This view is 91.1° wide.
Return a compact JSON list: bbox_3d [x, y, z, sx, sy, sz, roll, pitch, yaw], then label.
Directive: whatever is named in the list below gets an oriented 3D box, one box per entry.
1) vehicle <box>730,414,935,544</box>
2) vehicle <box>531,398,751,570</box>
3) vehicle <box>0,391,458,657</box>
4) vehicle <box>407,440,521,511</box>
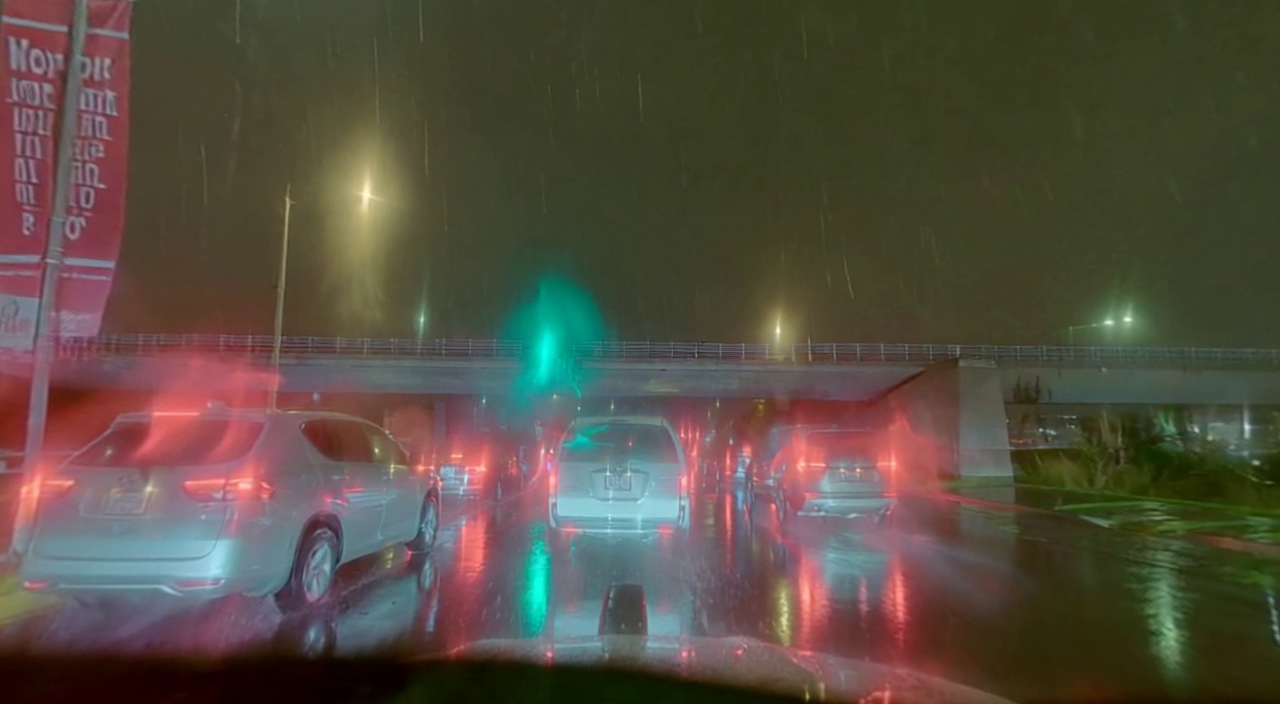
[{"bbox_3d":[3.064,2.138,11.260,2.016,1.804,4.681,0,-9,-2],"label":"vehicle"},{"bbox_3d":[-0.079,1.772,9.208,2.409,1.864,4.471,0,-9,-2],"label":"vehicle"},{"bbox_3d":[-3.495,1.432,6.277,2.039,1.709,4.265,0,-9,0],"label":"vehicle"},{"bbox_3d":[-4.158,2.948,15.428,1.797,1.505,3.506,0,-9,0],"label":"vehicle"}]
